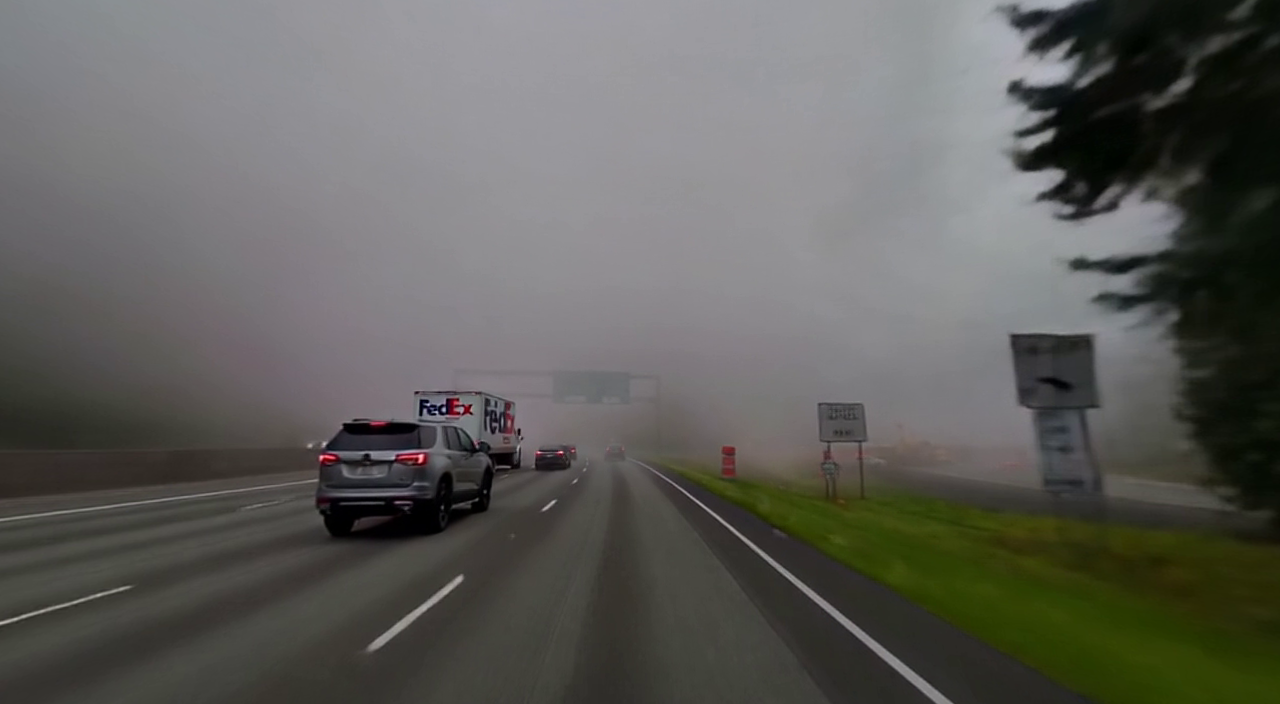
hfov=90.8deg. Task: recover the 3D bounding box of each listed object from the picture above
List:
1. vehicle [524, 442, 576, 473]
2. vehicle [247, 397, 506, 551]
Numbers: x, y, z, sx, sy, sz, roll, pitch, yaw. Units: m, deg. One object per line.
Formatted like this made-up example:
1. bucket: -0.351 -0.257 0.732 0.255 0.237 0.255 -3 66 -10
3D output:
1. vehicle: -4.548 5.410 32.665 2.192 1.478 4.591 0 -9 -3
2. vehicle: -3.750 1.846 10.178 2.170 1.886 4.628 0 -9 0
